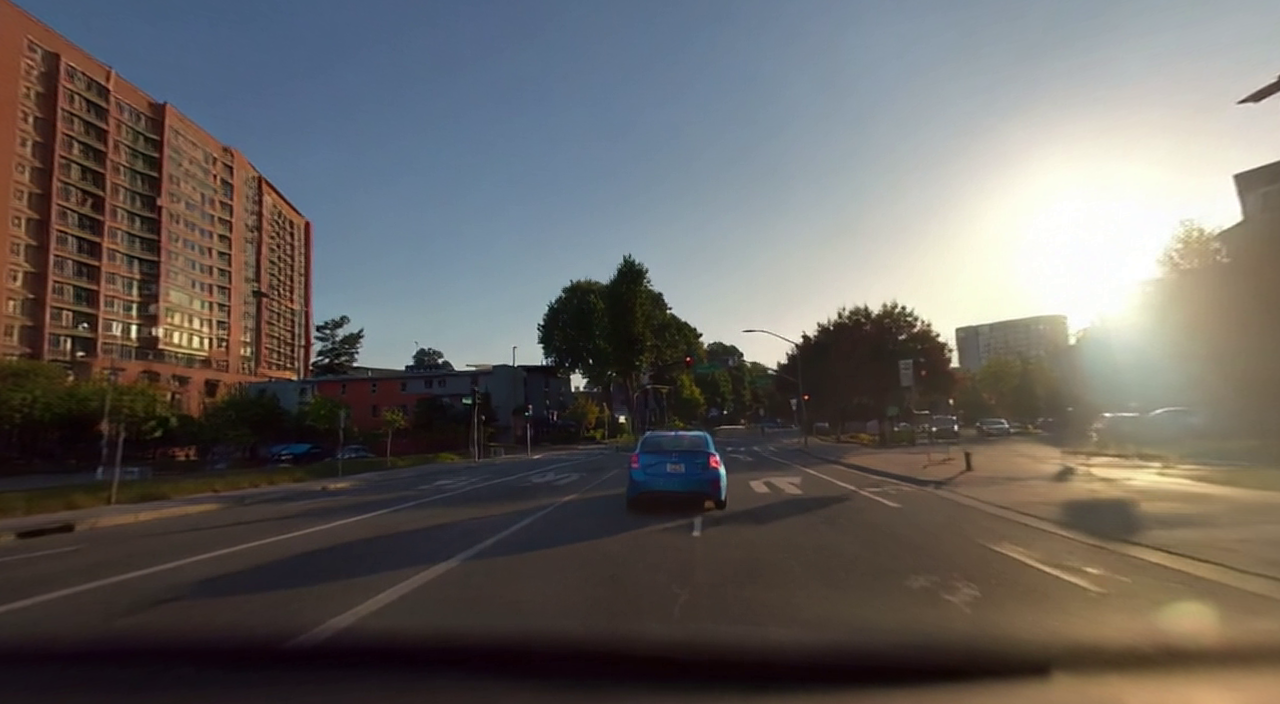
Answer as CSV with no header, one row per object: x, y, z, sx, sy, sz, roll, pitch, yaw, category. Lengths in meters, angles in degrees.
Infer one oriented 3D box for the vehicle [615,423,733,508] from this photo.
0.658,2.172,12.610,1.950,1.401,4.159,0,-8,3,vehicle
